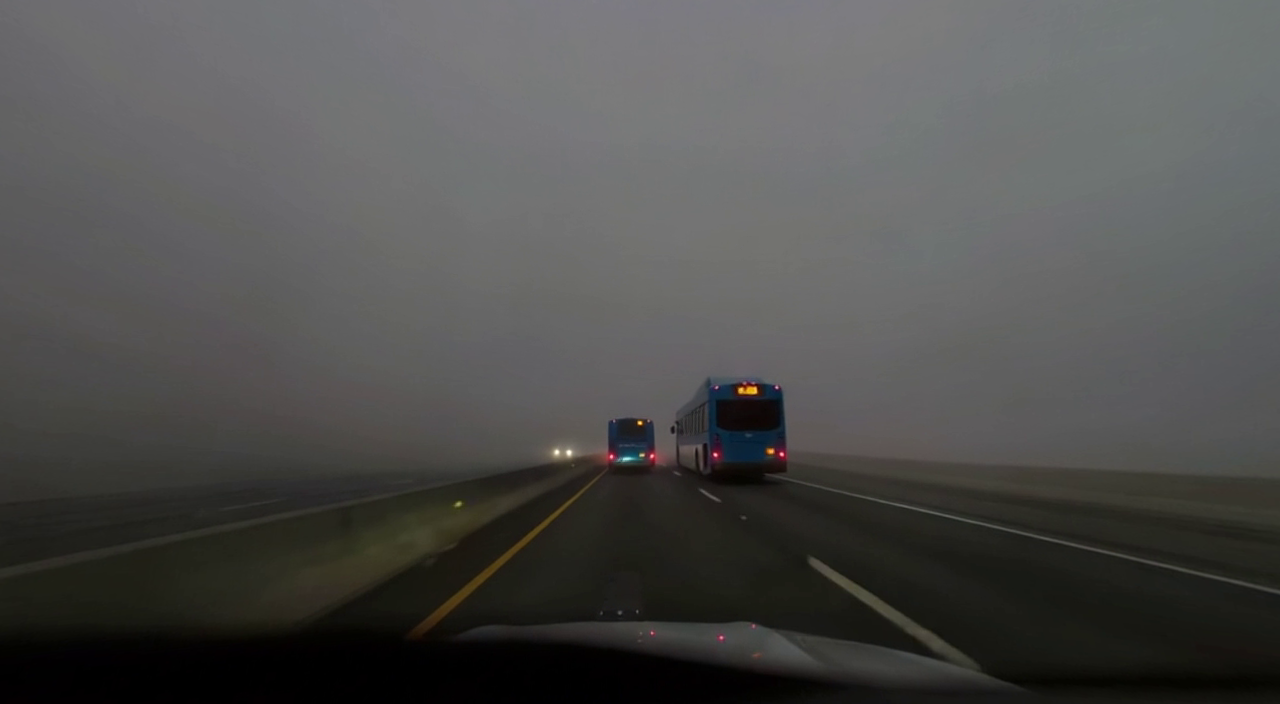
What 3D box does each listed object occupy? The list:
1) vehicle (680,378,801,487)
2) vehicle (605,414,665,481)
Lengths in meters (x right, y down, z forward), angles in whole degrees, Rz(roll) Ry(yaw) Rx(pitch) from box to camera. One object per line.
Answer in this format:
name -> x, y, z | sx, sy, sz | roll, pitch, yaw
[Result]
vehicle -> 3.836, 3.706, 27.901 | 3.074, 3.668, 12.805 | 0, -9, -1
vehicle -> -0.199, 4.291, 28.274 | 2.414, 2.675, 5.574 | -1, -9, 0
